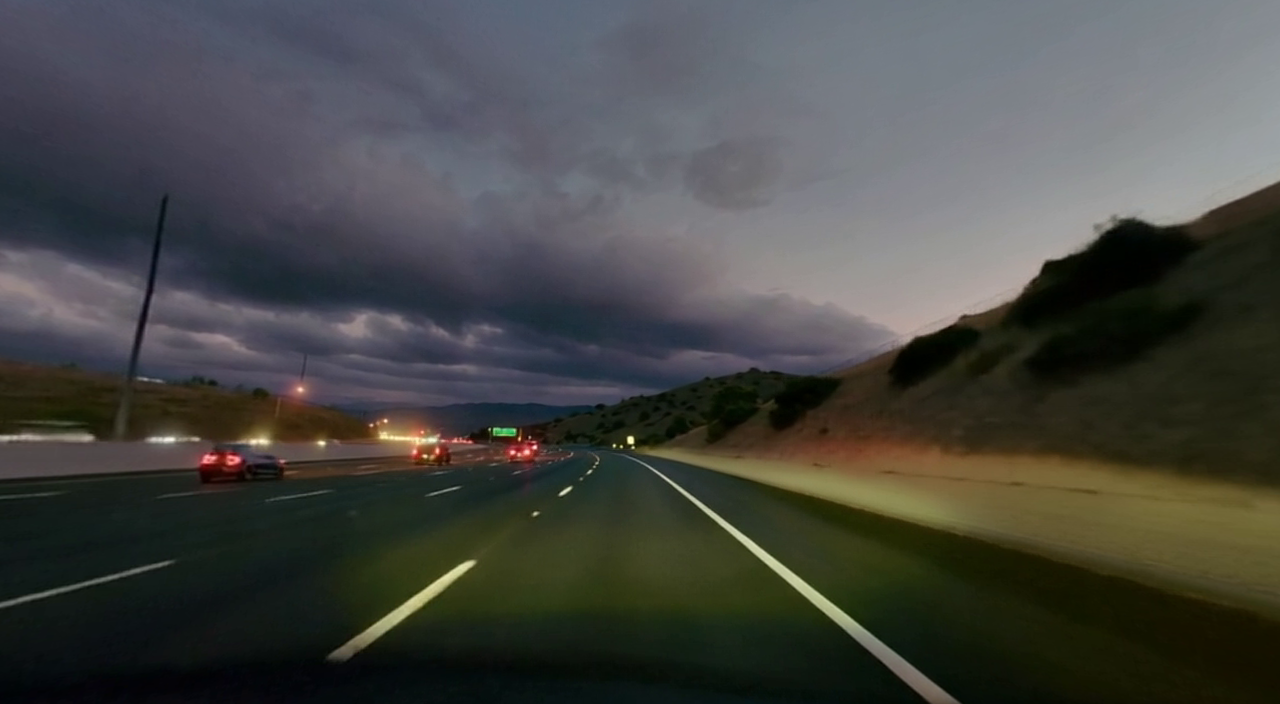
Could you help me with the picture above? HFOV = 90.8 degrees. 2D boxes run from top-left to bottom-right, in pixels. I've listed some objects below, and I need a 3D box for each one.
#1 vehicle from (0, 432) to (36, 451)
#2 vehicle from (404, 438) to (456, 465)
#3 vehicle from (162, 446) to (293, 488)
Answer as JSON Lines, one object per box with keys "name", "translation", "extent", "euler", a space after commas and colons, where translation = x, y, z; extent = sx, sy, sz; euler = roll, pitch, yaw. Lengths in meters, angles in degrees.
{"name": "vehicle", "translation": [-49.754, 6.964, 49.190], "extent": [1.679, 1.441, 3.814], "euler": [0, -9, -2]}
{"name": "vehicle", "translation": [-16.041, 7.651, 48.567], "extent": [2.240, 1.953, 5.452], "euler": [0, -9, -2]}
{"name": "vehicle", "translation": [-15.491, 4.313, 24.078], "extent": [1.955, 1.429, 4.575], "euler": [0, -9, -1]}
